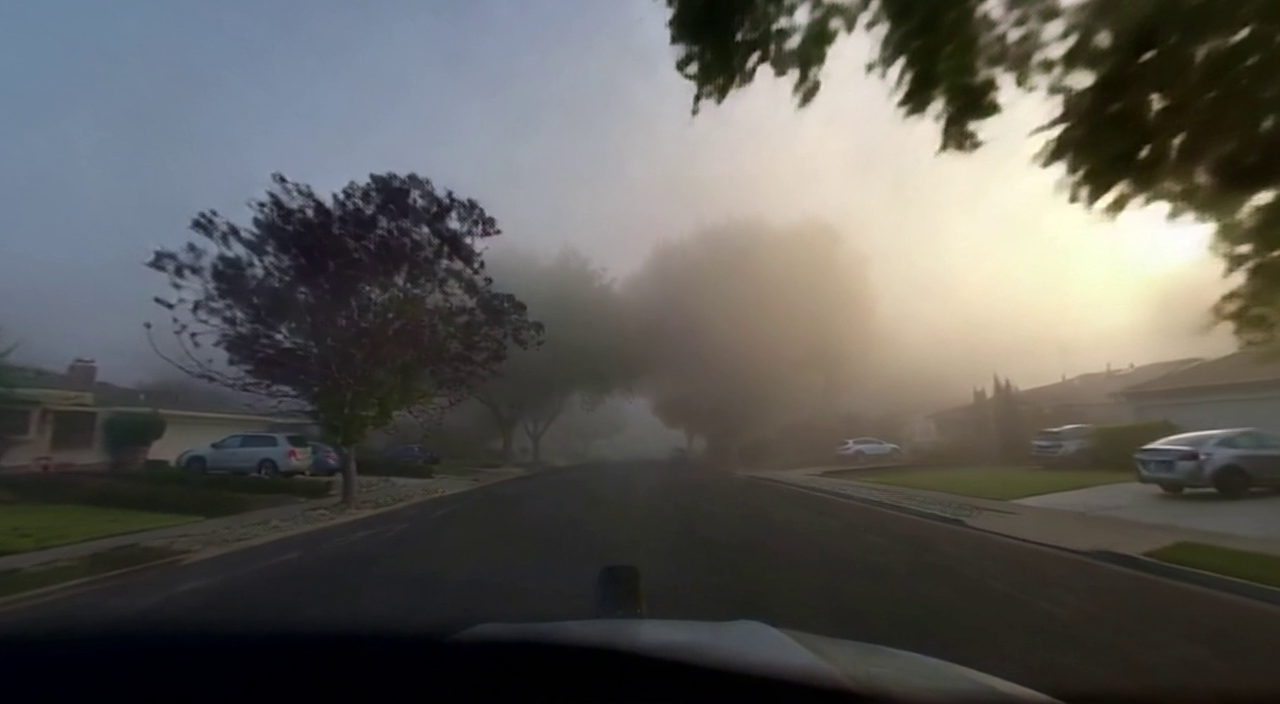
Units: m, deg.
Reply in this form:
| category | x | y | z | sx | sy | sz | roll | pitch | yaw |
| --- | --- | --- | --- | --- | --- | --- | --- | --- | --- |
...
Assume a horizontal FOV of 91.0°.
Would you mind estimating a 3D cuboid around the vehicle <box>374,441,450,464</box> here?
| category | x | y | z | sx | sy | sz | roll | pitch | yaw |
| --- | --- | --- | --- | --- | --- | --- | --- | --- | --- |
| vehicle | -15.301 | 6.753 | 42.367 | 4.351 | 1.474 | 2.015 | 0 | -9 | -1 |

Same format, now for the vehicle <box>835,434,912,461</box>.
| category | x | y | z | sx | sy | sz | roll | pitch | yaw |
| --- | --- | --- | --- | --- | --- | --- | --- | --- | --- |
| vehicle | 15.753 | 6.414 | 42.432 | 4.468 | 1.728 | 2.135 | 3 | -8 | -20 |

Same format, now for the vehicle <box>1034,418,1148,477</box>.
| category | x | y | z | sx | sy | sz | roll | pitch | yaw |
| --- | --- | --- | --- | --- | --- | --- | --- | --- | --- |
| vehicle | 16.276 | 3.504 | 23.057 | 2.288 | 1.880 | 4.939 | -4 | -9 | 23 |

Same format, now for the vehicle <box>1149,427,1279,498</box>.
| category | x | y | z | sx | sy | sz | roll | pitch | yaw |
| --- | --- | --- | --- | --- | --- | --- | --- | --- | --- |
| vehicle | 15.064 | 2.527 | 14.558 | 4.606 | 1.545 | 1.967 | -2 | -9 | 12 |

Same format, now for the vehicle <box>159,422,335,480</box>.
| category | x | y | z | sx | sy | sz | roll | pitch | yaw |
| --- | --- | --- | --- | --- | --- | --- | --- | --- | --- |
| vehicle | -15.306 | 3.868 | 24.852 | 2.575 | 2.031 | 5.155 | -6 | -10 | 34 |
